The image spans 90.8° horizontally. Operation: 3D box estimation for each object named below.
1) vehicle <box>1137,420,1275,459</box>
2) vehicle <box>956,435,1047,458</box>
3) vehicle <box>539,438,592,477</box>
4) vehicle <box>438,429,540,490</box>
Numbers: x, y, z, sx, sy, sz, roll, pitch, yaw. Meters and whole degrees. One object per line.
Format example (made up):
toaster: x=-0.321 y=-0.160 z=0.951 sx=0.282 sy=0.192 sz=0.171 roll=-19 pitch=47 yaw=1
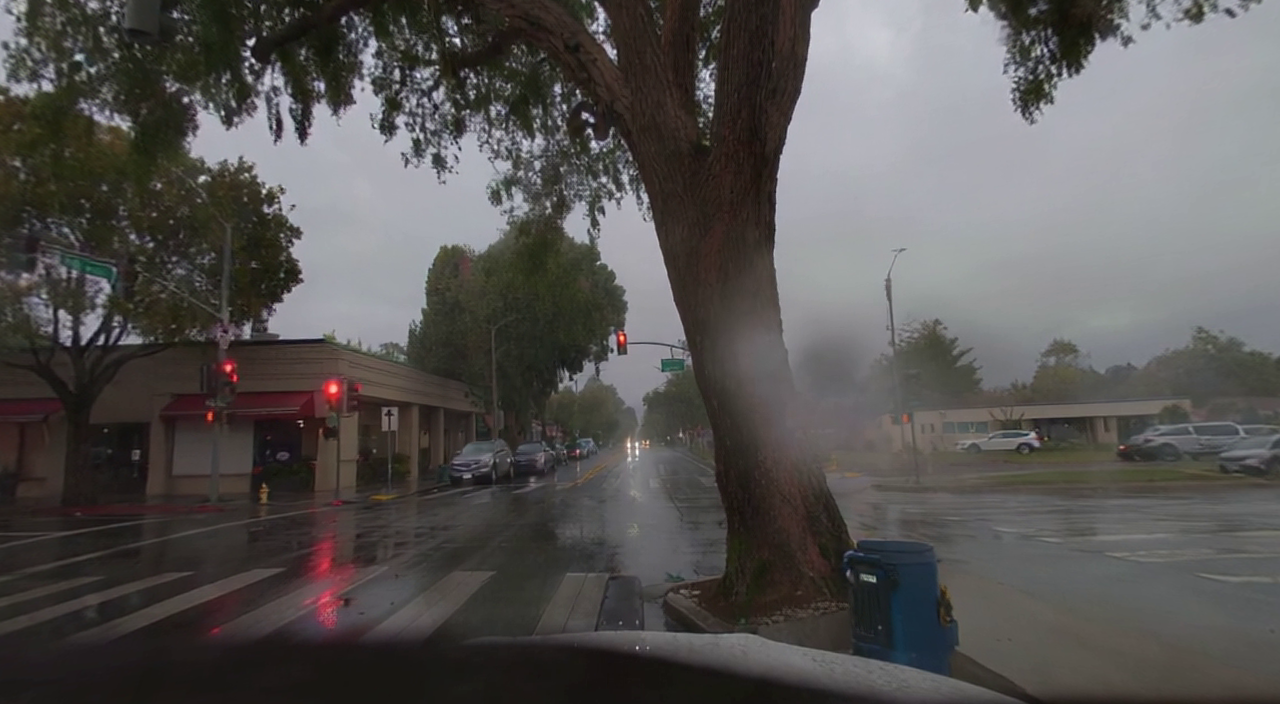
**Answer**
vehicle: x=33.254 y=5.164 z=37.243 sx=5.969 sy=2.149 sz=2.331 roll=0 pitch=-9 yaw=-3
vehicle: x=25.002 y=6.556 z=43.839 sx=5.172 sy=1.515 sz=1.851 roll=0 pitch=-8 yaw=-2
vehicle: x=-3.667 y=5.287 z=31.889 sx=2.120 sy=1.783 sz=4.788 roll=0 pitch=-9 yaw=0
vehicle: x=-6.514 y=4.776 z=28.524 sx=2.896 sy=2.339 sz=7.322 roll=0 pitch=-8 yaw=-1
